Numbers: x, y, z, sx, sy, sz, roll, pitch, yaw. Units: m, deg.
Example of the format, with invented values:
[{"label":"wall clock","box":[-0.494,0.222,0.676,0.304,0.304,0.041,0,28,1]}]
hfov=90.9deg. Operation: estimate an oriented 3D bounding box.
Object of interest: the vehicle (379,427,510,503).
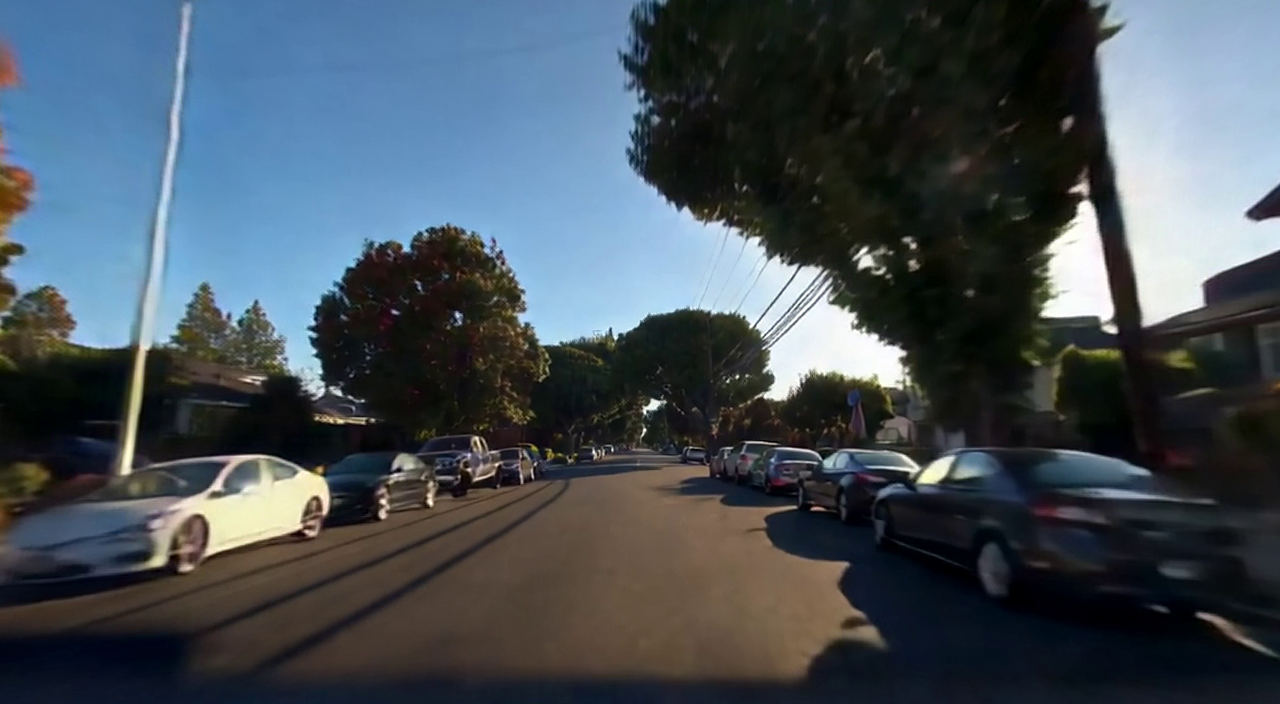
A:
[{"label":"vehicle","box":[-5.600,3.287,18.916,2.052,1.916,5.084,0,-8,3]}]

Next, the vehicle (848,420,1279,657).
[{"label":"vehicle","box":[3.859,1.578,6.525,1.873,1.546,4.599,0,-9,1]}]

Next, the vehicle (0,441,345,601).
[{"label":"vehicle","box":[-5.780,1.915,8.195,1.752,1.494,4.274,0,-8,1]}]

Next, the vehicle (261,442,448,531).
[{"label":"vehicle","box":[-5.633,2.656,13.133,1.790,1.496,4.234,1,-8,2]}]
